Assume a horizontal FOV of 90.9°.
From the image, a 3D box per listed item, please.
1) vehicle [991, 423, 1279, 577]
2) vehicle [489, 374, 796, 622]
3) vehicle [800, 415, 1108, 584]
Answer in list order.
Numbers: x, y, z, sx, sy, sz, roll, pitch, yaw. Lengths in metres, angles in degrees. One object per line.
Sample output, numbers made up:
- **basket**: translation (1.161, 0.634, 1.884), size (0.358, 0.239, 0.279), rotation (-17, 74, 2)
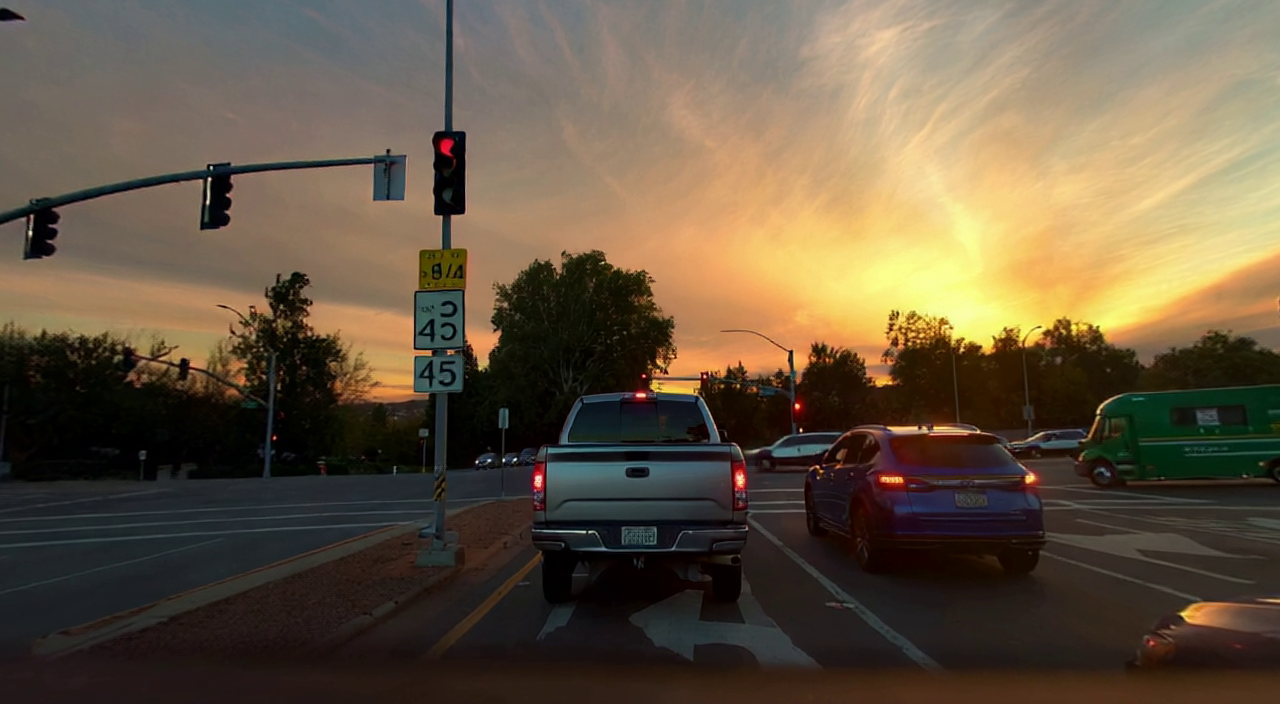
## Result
- **vehicle**: translation (6.827, 1.743, 8.263), size (1.973, 1.470, 4.228), rotation (0, -8, 0)
- **vehicle**: translation (0.044, 1.474, 7.356), size (2.326, 1.880, 4.964), rotation (0, -8, 1)
- **vehicle**: translation (3.573, 1.731, 8.201), size (1.981, 1.616, 4.006), rotation (0, -8, 1)
